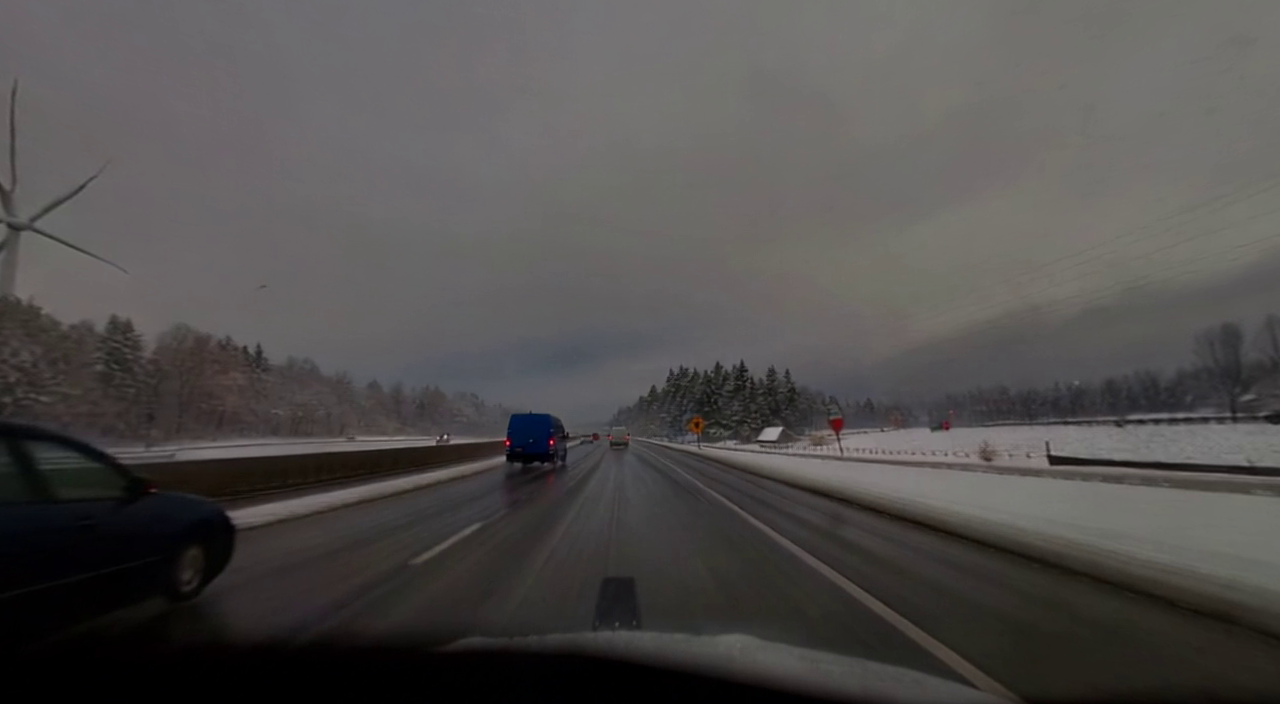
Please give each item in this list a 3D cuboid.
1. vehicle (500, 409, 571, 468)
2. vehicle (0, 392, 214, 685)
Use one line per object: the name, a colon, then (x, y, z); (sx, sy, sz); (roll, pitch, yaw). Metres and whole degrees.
vehicle: (-4.456, 3.804, 27.706); (2.303, 2.323, 5.089); (0, -8, 0)
vehicle: (-4.372, 0.894, 2.641); (2.027, 1.530, 4.520); (0, -8, -1)
